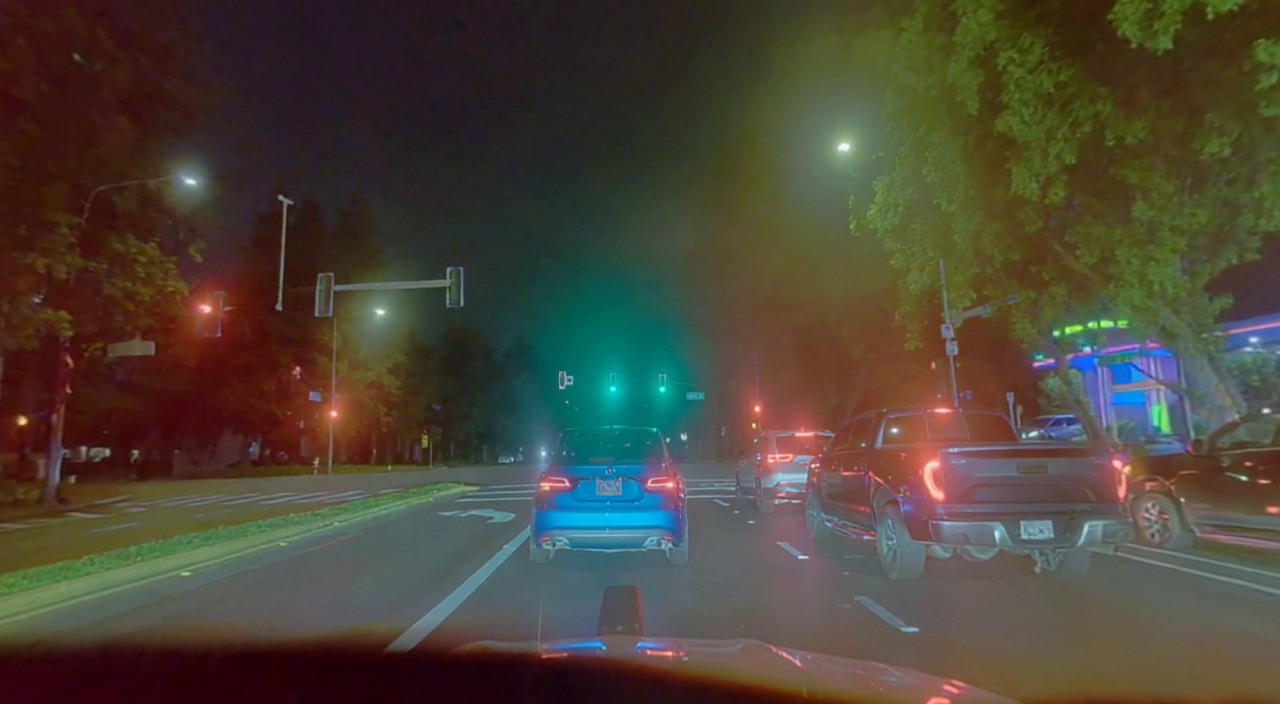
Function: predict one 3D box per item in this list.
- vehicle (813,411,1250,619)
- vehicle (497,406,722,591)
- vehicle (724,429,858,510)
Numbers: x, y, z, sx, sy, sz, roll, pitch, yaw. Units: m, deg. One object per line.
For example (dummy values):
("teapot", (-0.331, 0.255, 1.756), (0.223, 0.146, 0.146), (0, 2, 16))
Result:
("vehicle", (3.602, 1.571, 7.139), (1.955, 1.550, 4.587), (0, -8, -1))
("vehicle", (-0.273, 1.611, 7.680), (2.037, 1.674, 3.693), (0, -8, 0))
("vehicle", (3.359, 2.718, 15.057), (2.031, 1.626, 4.264), (0, -8, -1))
